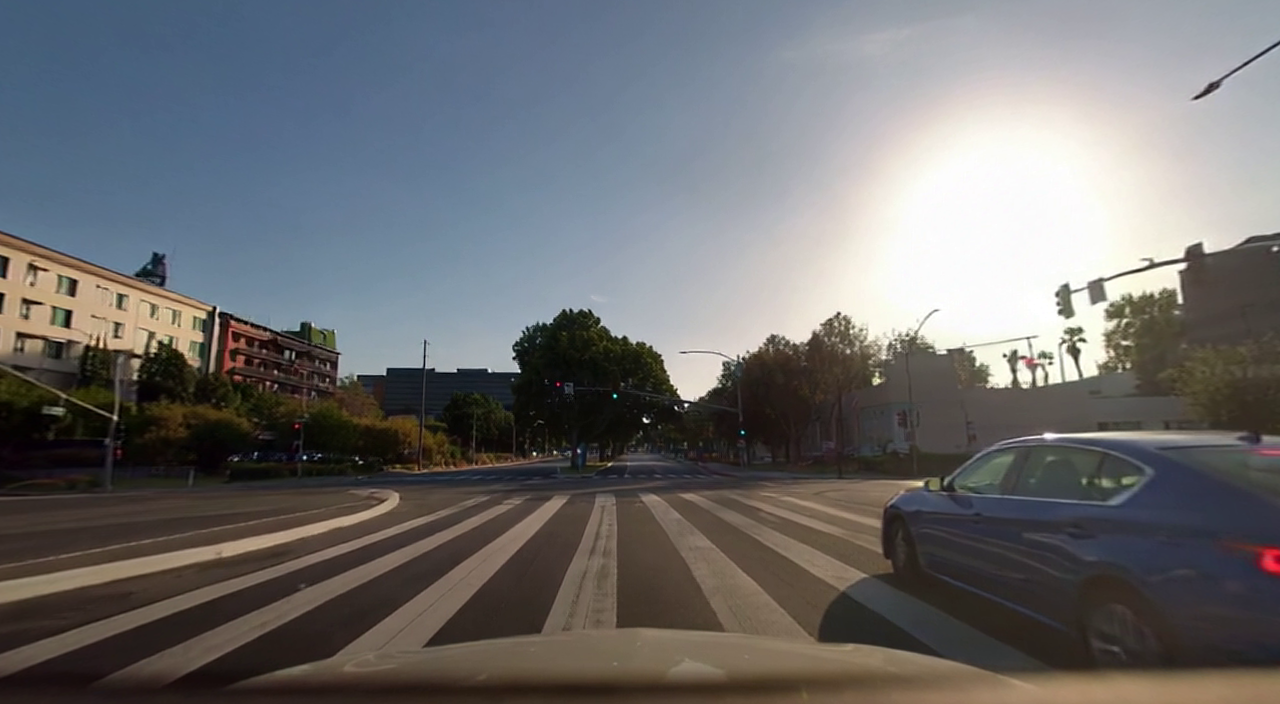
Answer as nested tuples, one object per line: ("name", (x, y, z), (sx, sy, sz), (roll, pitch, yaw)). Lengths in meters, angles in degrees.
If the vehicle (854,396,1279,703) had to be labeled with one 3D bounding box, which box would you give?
("vehicle", (3.136, 1.146, 3.584), (2.089, 1.539, 4.767), (0, -9, -1))
